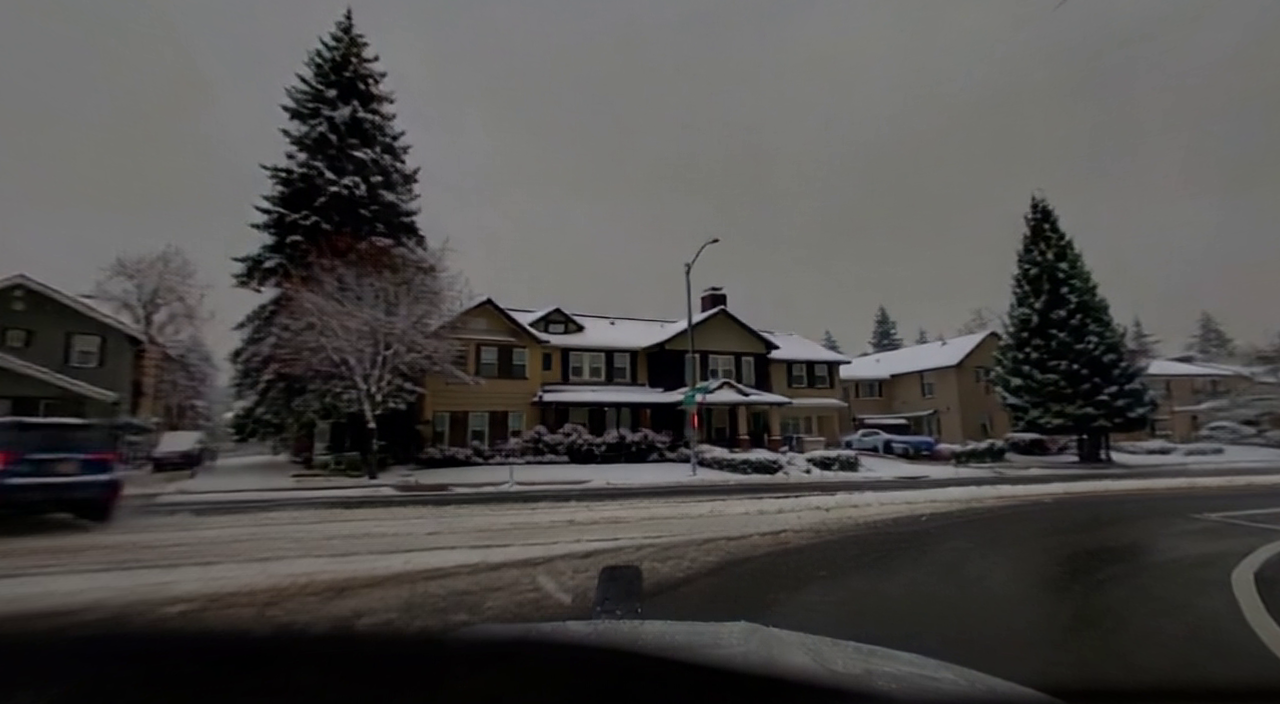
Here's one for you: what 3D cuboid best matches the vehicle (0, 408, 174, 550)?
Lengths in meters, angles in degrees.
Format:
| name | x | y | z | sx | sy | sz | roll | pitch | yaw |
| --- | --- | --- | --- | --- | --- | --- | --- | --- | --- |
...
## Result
| name | x | y | z | sx | sy | sz | roll | pitch | yaw |
| --- | --- | --- | --- | --- | --- | --- | --- | --- | --- |
| vehicle | -9.304 | 1.770 | 9.225 | 4.210 | 1.695 | 2.145 | -4 | -9 | 25 |
